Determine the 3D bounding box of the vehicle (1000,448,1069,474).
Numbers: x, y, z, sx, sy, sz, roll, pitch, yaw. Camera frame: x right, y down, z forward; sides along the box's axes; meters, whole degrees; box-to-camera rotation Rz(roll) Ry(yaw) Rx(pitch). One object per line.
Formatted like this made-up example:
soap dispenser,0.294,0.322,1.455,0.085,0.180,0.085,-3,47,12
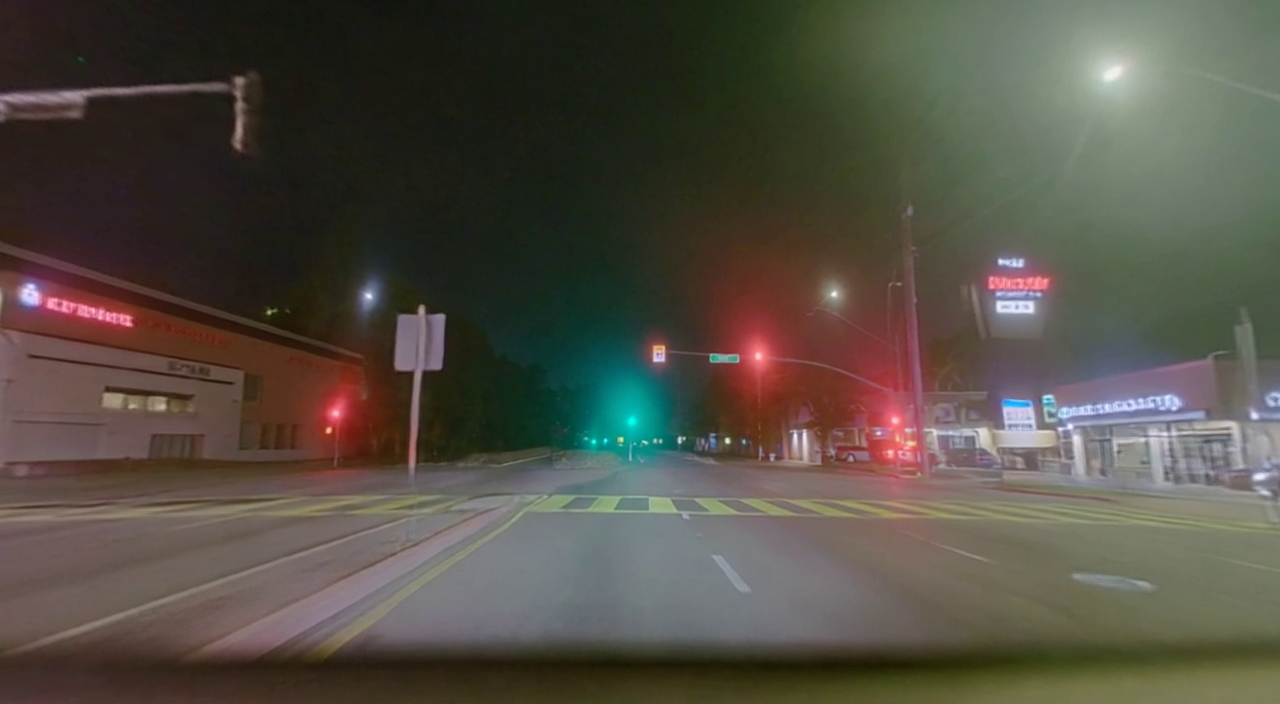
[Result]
vehicle,27.396,7.560,44.092,1.929,1.613,4.530,0,-8,1
